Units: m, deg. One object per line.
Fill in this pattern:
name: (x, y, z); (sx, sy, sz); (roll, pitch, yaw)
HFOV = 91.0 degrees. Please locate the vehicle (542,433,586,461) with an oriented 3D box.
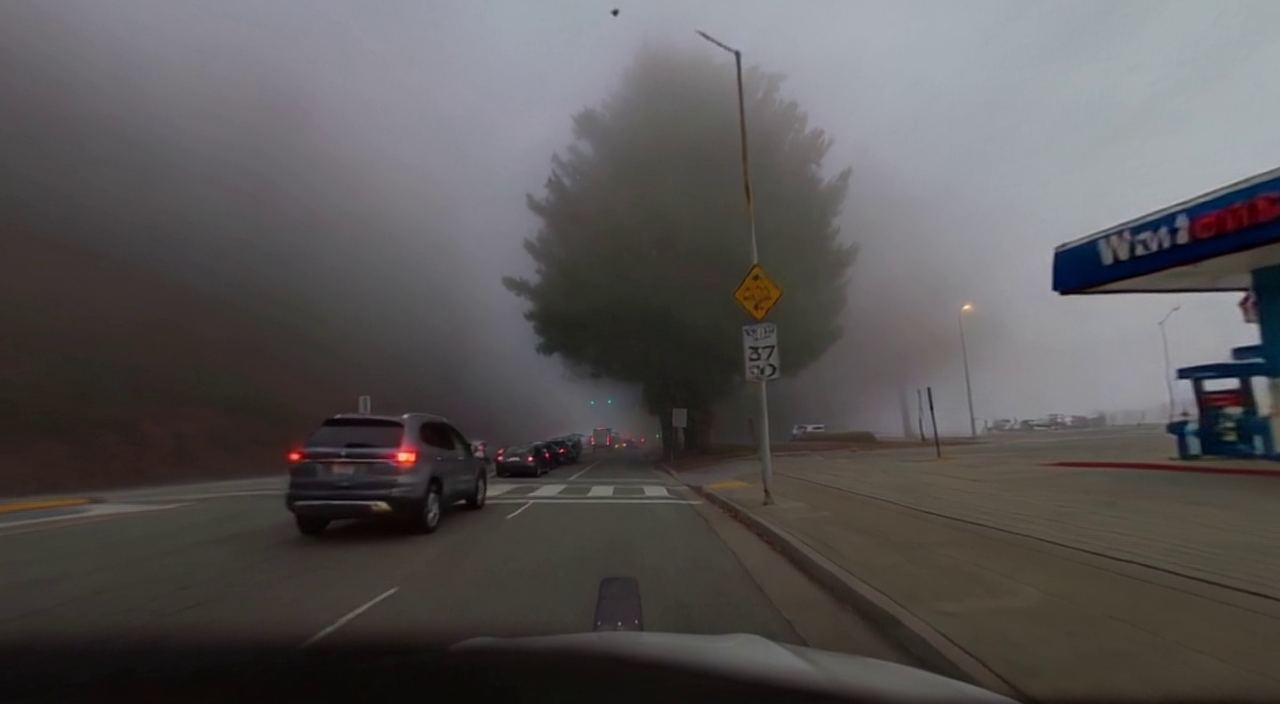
vehicle: (-4.437, 5.650, 37.397); (2.060, 1.580, 3.980); (0, -8, 1)

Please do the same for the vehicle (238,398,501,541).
vehicle: (-3.979, 1.839, 10.382); (2.306, 1.815, 4.476); (0, -8, 0)
